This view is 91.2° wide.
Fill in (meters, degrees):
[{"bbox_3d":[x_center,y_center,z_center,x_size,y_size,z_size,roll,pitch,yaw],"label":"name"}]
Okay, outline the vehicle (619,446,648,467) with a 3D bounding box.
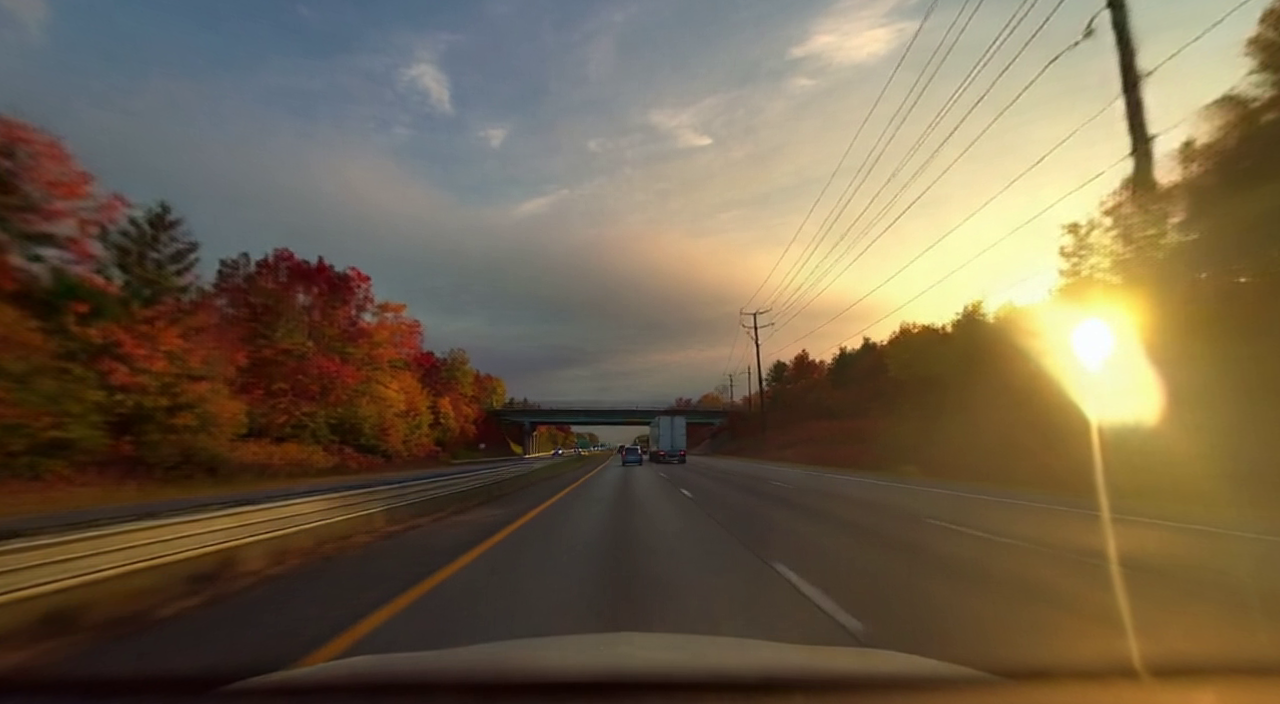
[{"bbox_3d":[-0.495,7.409,44.598,1.961,1.454,3.755,0,-9,-2],"label":"vehicle"}]
